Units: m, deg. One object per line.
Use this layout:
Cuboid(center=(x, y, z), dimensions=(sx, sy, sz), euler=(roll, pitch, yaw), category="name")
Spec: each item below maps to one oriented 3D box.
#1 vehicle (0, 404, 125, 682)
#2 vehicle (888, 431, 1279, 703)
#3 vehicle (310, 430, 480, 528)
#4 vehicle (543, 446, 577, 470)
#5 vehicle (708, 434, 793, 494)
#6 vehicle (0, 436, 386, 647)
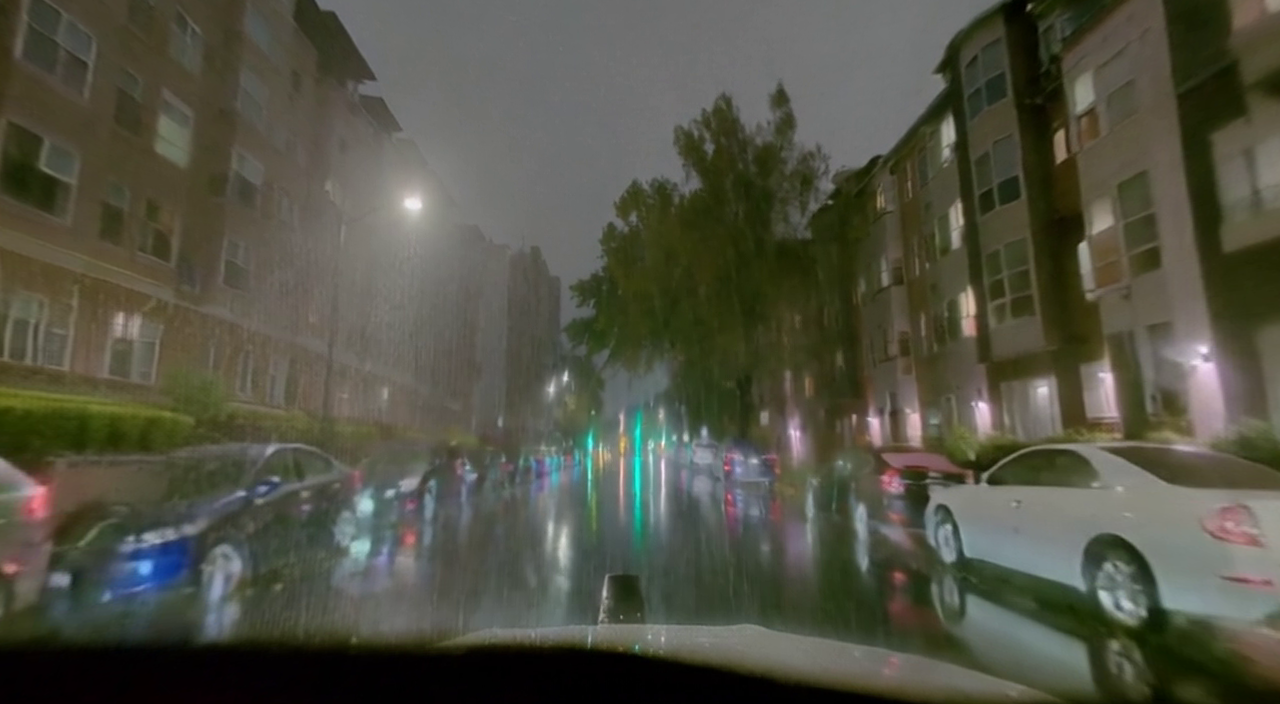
Cuboid(center=(-5.026, 1.032, 2.866), dimensions=(2.274, 1.679, 3.639), euler=(0, -8, 0), category="vehicle")
Cuboid(center=(4.094, 1.525, 5.598), dimensions=(1.707, 1.528, 4.812), euler=(0, -8, -2), category="vehicle")
Cuboid(center=(-4.964, 2.614, 13.648), dimensions=(1.922, 1.728, 4.628), euler=(0, -8, -2), category="vehicle")
Cuboid(center=(-5.388, 7.207, 43.207), dimensions=(1.647, 1.481, 4.433), euler=(0, -8, 2), category="vehicle")
Cuboid(center=(3.603, 3.762, 21.621), dimensions=(1.912, 1.781, 5.159), euler=(0, -8, -1), category="vehicle")
Cuboid(center=(-4.876, 1.786, 7.268), dimensions=(2.049, 1.509, 4.783), euler=(-2, -7, -2), category="vehicle")
